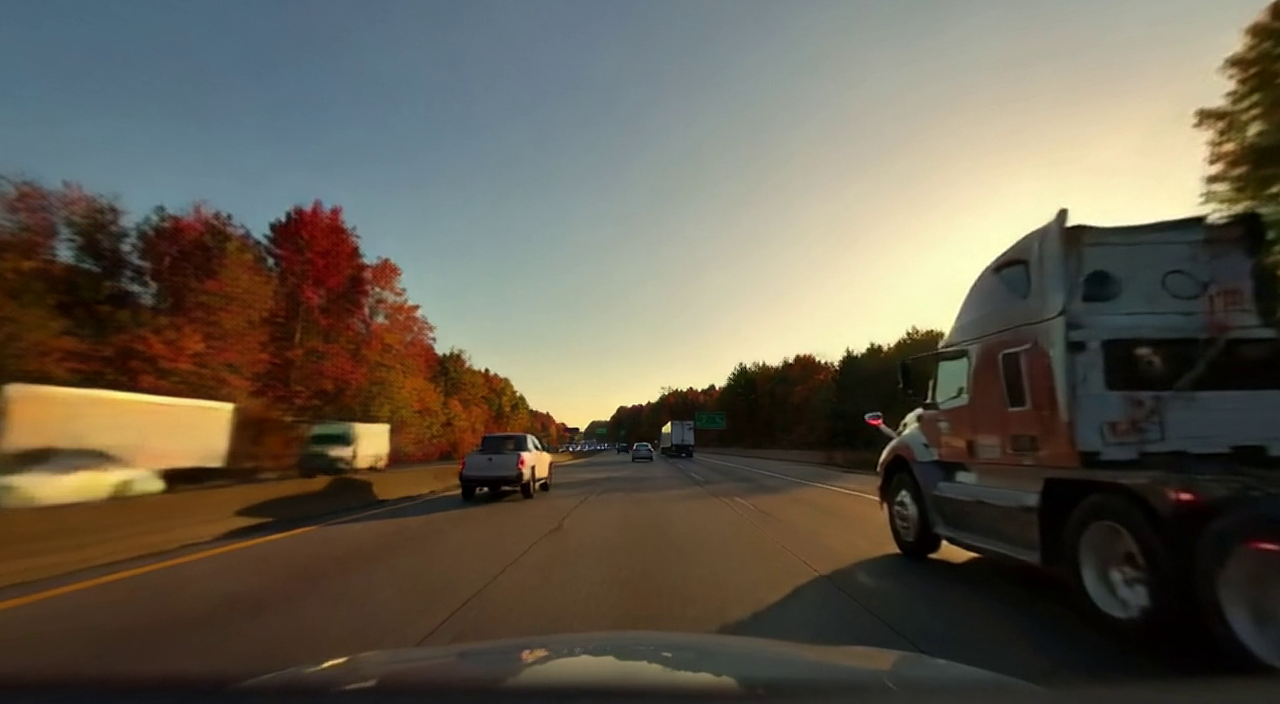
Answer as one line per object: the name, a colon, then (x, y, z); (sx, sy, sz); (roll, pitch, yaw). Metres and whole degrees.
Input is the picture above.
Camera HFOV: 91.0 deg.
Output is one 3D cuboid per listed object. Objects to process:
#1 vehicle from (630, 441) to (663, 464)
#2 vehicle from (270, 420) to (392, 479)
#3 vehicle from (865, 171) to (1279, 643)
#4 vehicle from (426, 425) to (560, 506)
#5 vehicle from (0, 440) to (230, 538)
vehicle: (0.447, 6.907, 43.273); (2.152, 1.484, 4.211); (0, -8, 1)
vehicle: (-13.873, 4.435, 28.851); (2.432, 2.411, 5.950); (0, -8, 1)
vehicle: (4.702, 0.577, 6.565); (3.306, 3.639, 3.451); (0, -8, 0)
vehicle: (-3.377, 2.725, 15.533); (2.077, 1.669, 4.739); (0, -8, 1)
vehicle: (-10.234, 2.429, 11.909); (1.957, 1.488, 4.351); (0, -8, 1)
